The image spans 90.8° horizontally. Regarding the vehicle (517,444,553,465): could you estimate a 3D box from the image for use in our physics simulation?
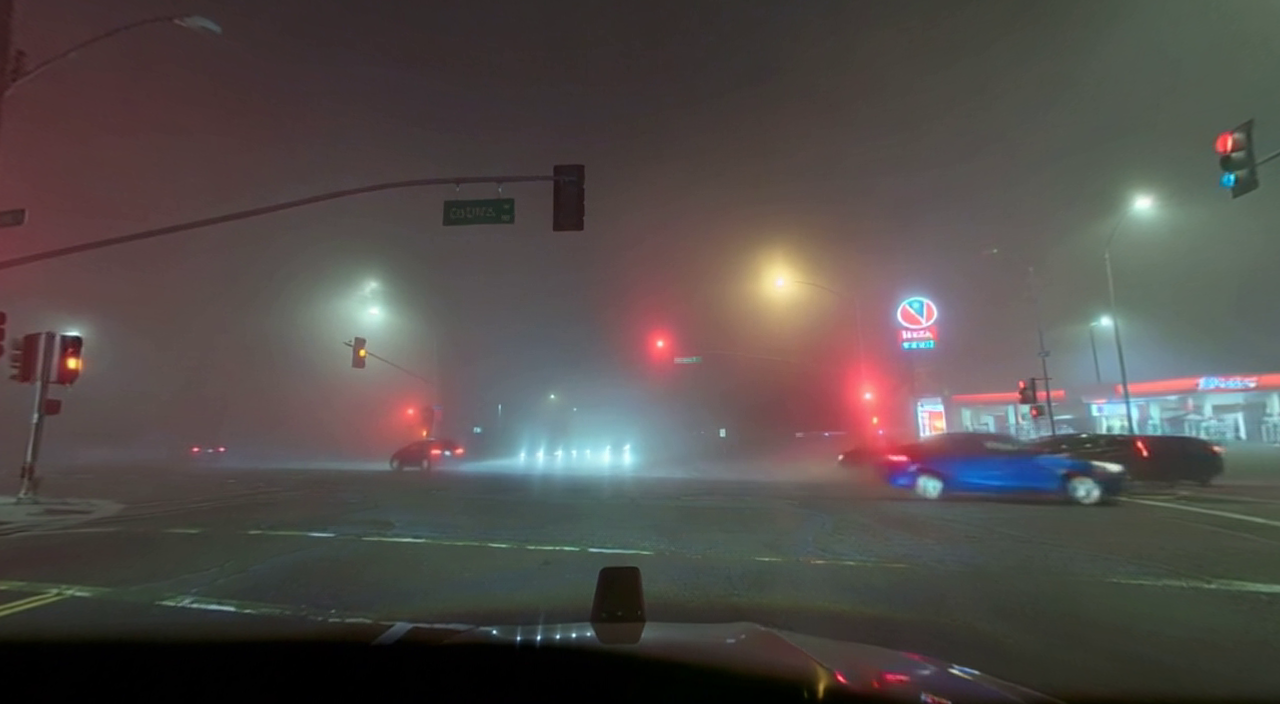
[{"bbox_3d":[-7.972,7.840,48.322,2.079,1.491,4.045,0,-8,0],"label":"vehicle"}]

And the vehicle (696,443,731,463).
[{"bbox_3d":[5.750,7.976,49.877,1.831,1.467,4.792,1,-8,-5],"label":"vehicle"}]

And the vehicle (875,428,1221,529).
[{"bbox_3d":[6.829,2.142,11.202,4.670,1.458,1.959,-5,-10,28],"label":"vehicle"}]

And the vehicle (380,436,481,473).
[{"bbox_3d":[-10.147,4.934,30.579,4.568,1.643,1.911,-5,-9,27],"label":"vehicle"}]

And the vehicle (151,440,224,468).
[{"bbox_3d":[-29.184,6.549,40.715,4.562,1.676,1.819,-5,-10,27],"label":"vehicle"}]

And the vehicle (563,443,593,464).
[{"bbox_3d":[-4.592,7.587,47.330,2.003,1.481,4.091,0,-8,-3],"label":"vehicle"}]

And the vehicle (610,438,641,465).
[{"bbox_3d":[-1.118,7.070,45.148,2.083,1.764,5.011,0,-8,-3],"label":"vehicle"}]
